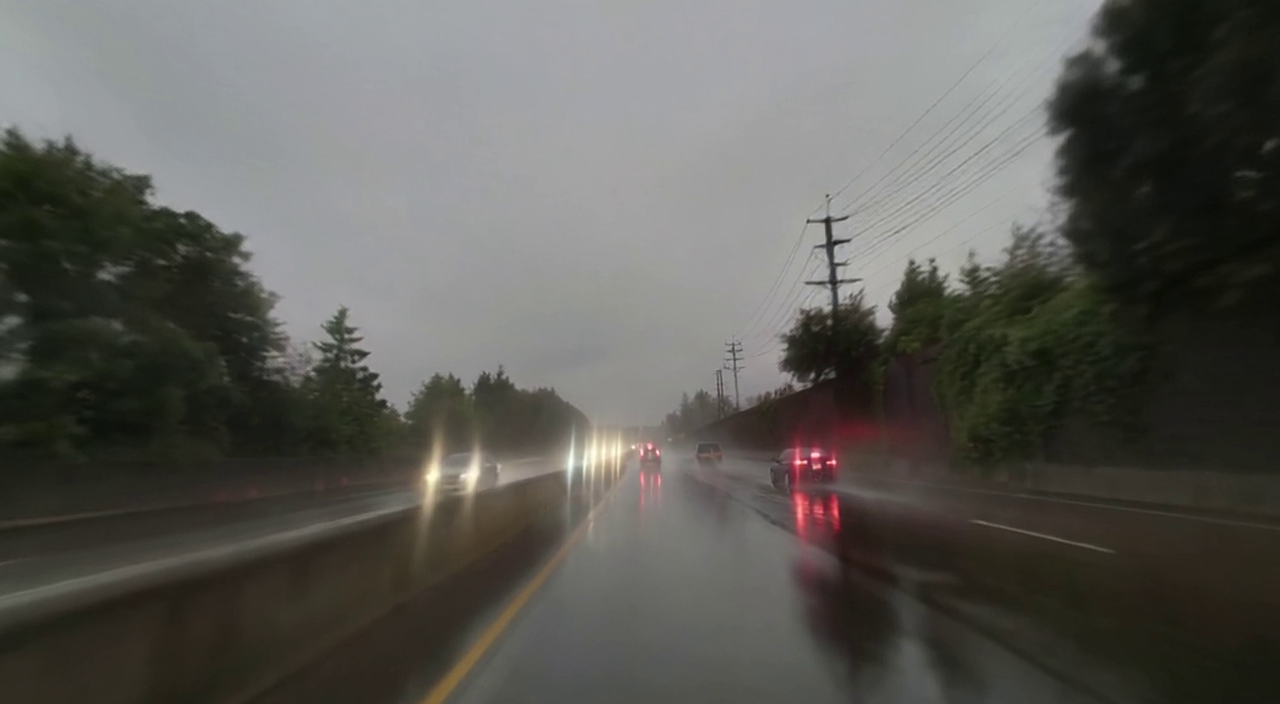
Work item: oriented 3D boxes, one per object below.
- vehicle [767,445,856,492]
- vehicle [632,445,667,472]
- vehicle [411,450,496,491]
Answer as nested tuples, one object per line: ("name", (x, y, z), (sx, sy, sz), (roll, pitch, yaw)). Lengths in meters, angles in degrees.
("vehicle", (5.683, 3.874, 21.421), (1.881, 1.409, 4.016), (0, -8, 0))
("vehicle", (0.616, 6.700, 40.049), (2.096, 1.583, 4.150), (0, -8, 1))
("vehicle", (-7.435, 4.739, 25.677), (1.929, 1.470, 4.649), (-1, -8, 2))
